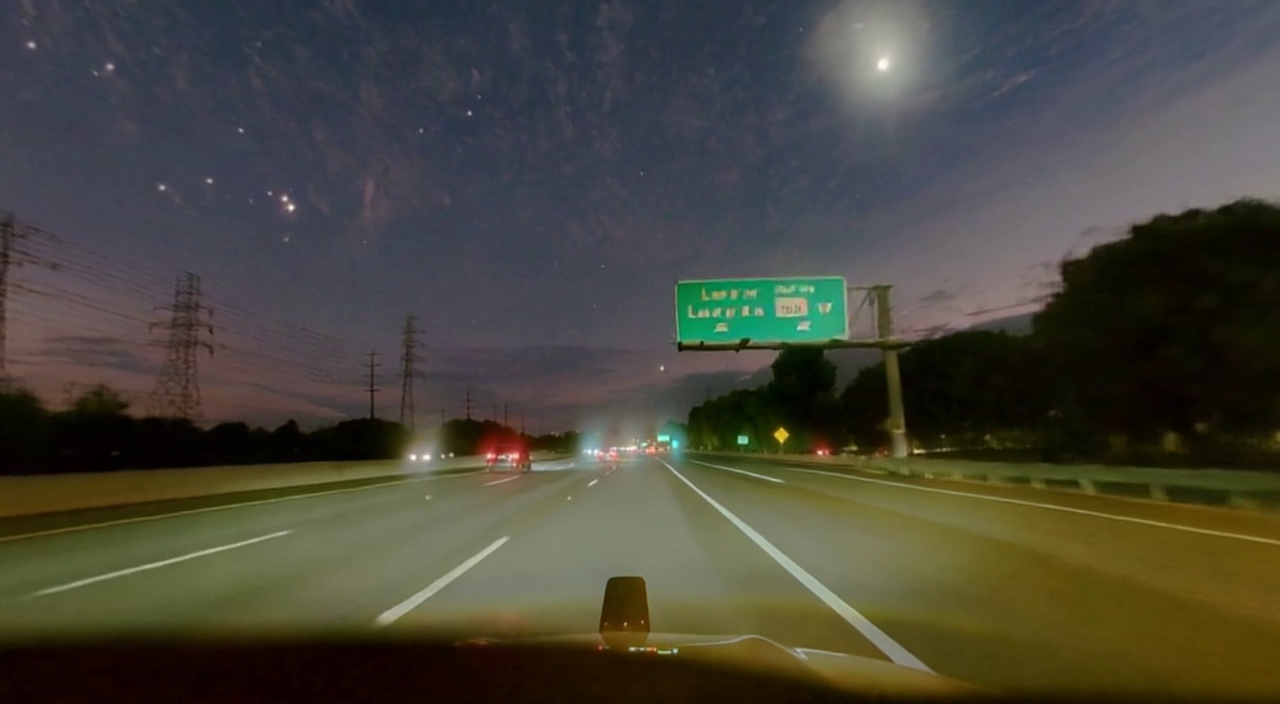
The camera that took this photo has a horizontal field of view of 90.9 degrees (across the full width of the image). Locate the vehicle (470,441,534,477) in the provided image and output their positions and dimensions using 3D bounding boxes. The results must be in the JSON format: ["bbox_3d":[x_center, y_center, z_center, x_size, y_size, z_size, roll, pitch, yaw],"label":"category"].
[{"bbox_3d":[-7.038,5.505,32.679,2.118,1.696,4.836,0,-9,2],"label":"vehicle"}]
